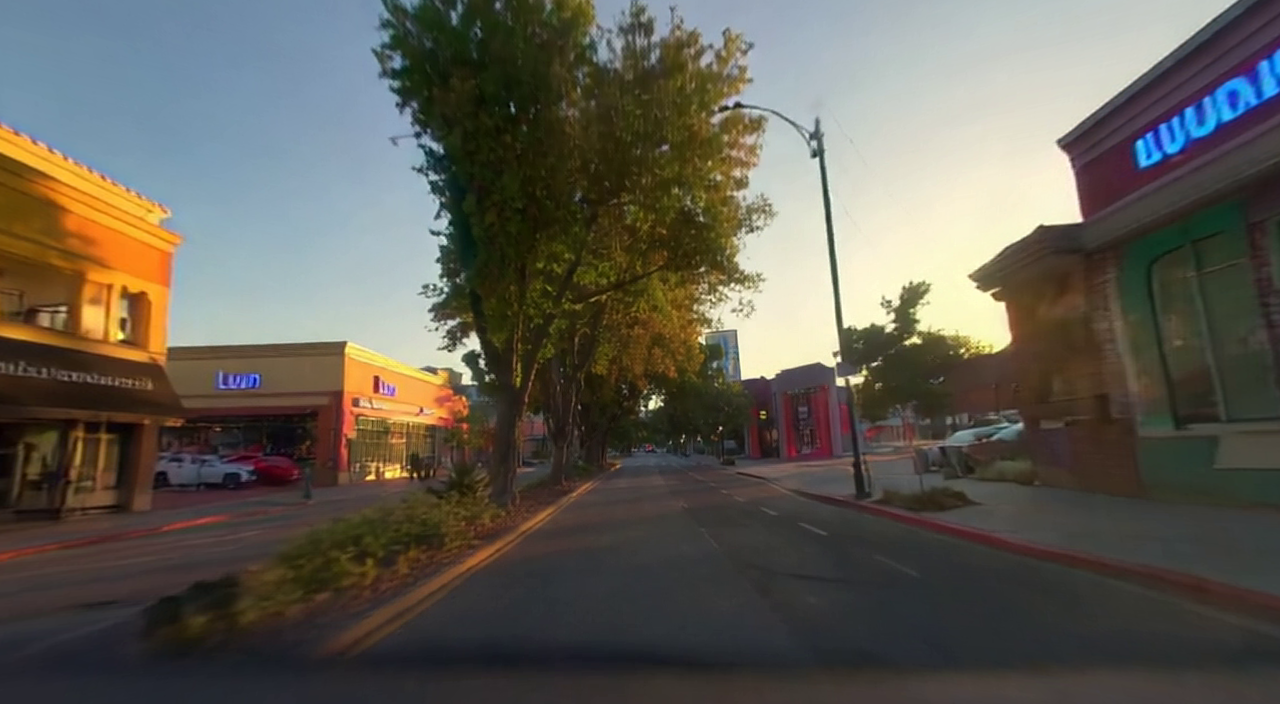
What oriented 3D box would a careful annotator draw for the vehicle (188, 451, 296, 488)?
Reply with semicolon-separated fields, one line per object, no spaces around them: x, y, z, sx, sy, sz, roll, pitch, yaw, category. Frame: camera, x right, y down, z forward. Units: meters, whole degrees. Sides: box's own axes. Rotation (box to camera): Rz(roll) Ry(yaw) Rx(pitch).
-18.157;5.350;29.117;1.837;1.471;4.756;0;-8;1;vehicle
